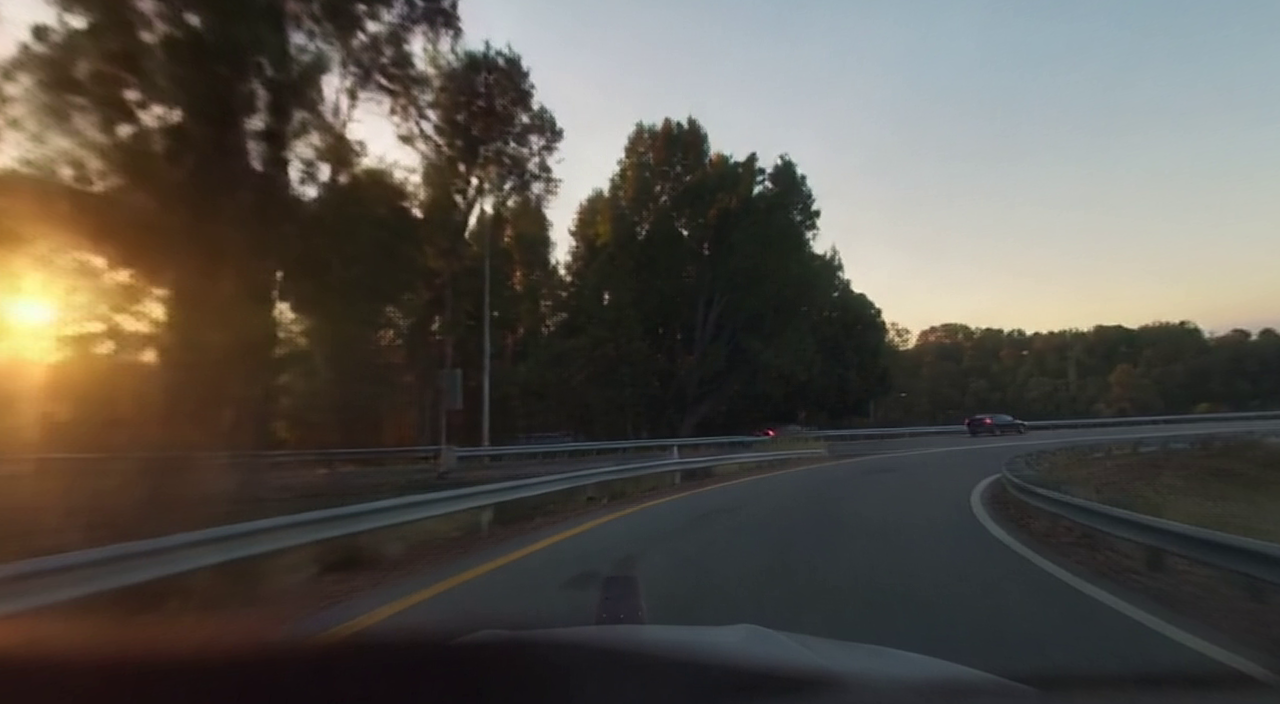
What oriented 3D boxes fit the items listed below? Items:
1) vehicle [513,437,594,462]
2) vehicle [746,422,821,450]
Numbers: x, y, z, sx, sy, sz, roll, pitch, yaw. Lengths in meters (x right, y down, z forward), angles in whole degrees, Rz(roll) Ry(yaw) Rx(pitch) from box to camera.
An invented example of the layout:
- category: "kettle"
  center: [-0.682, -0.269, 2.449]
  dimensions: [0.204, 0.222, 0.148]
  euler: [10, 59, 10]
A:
- category: "vehicle"
  center: [-5.788, 6.548, 42.294]
  dimensions: [4.957, 1.593, 1.871]
  euler: [5, -10, -28]
- category: "vehicle"
  center: [8.558, 5.049, 37.637]
  dimensions: [3.990, 1.549, 1.971]
  euler: [5, -10, -26]
